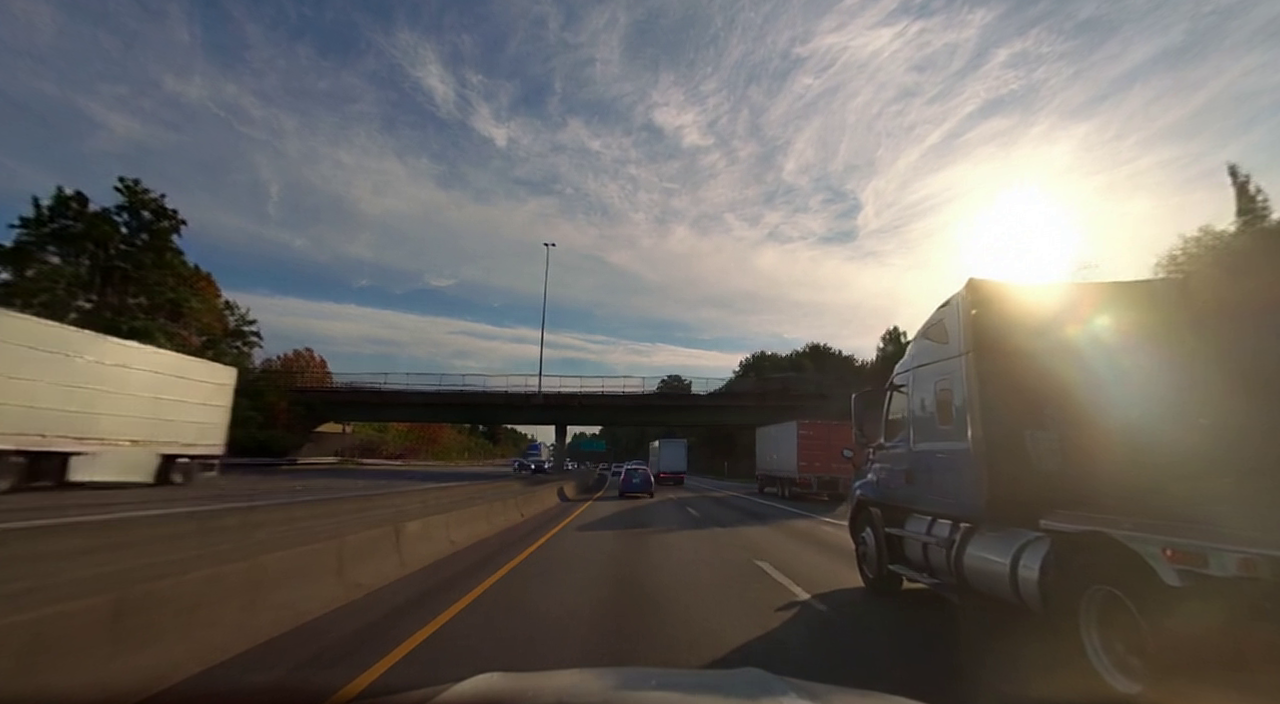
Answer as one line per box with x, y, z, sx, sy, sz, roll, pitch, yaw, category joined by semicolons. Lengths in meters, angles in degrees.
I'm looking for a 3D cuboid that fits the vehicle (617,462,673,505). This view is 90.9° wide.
0.163;5.181;25.066;2.067;1.552;3.601;1;-11;0;vehicle

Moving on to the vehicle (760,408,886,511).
7.456;4.664;27.156;2.839;3.684;8.091;1;-11;-1;vehicle

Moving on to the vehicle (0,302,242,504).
-12.940;1.263;13.215;2.965;3.557;9.170;1;-11;1;vehicle

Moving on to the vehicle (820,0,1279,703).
3.742;-0.472;0.584;2.831;4.150;14.519;1;-10;0;vehicle
